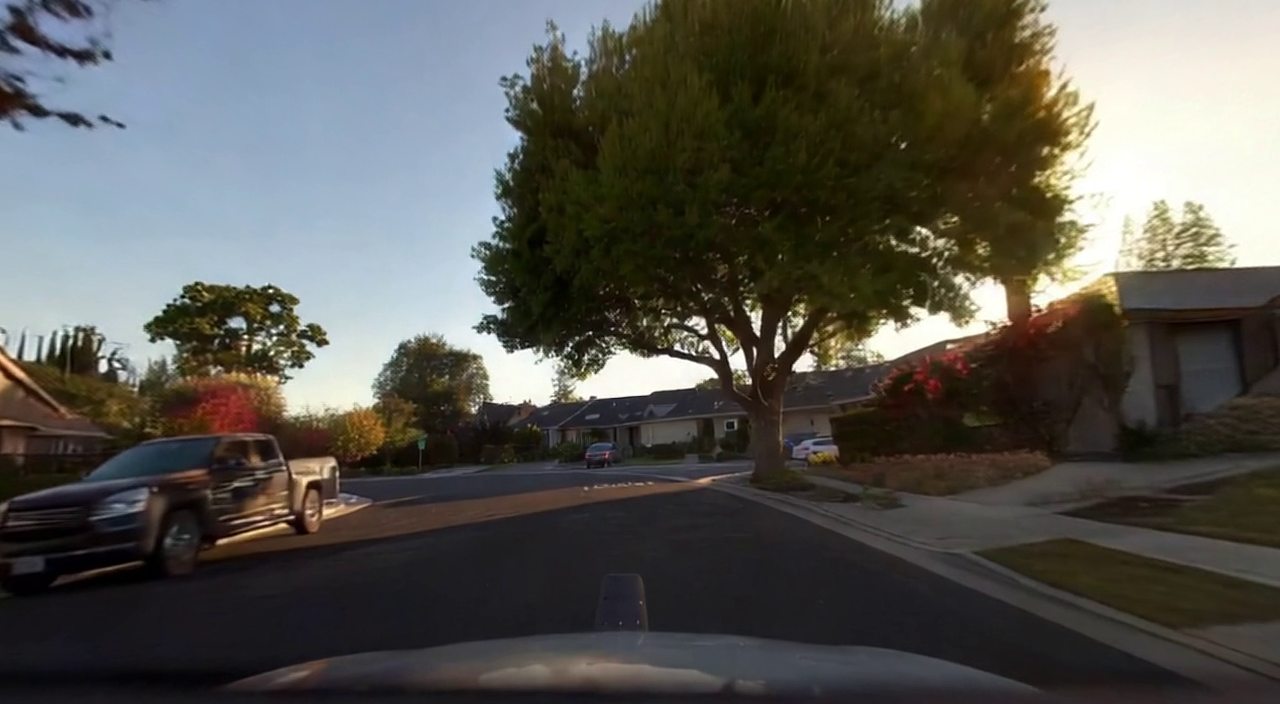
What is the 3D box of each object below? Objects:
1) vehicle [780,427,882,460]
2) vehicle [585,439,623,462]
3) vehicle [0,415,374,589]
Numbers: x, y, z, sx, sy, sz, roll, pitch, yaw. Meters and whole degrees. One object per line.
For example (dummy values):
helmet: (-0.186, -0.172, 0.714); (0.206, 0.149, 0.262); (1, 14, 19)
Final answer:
vehicle: (9.655, 4.614, 31.962); (4.533, 1.557, 1.981); (1, -6, -10)
vehicle: (-2.505, 7.020, 44.988); (1.990, 1.528, 4.256); (-1, -8, 7)
vehicle: (-6.604, 2.108, 9.986); (2.338, 1.925, 5.725); (0, -8, -1)
